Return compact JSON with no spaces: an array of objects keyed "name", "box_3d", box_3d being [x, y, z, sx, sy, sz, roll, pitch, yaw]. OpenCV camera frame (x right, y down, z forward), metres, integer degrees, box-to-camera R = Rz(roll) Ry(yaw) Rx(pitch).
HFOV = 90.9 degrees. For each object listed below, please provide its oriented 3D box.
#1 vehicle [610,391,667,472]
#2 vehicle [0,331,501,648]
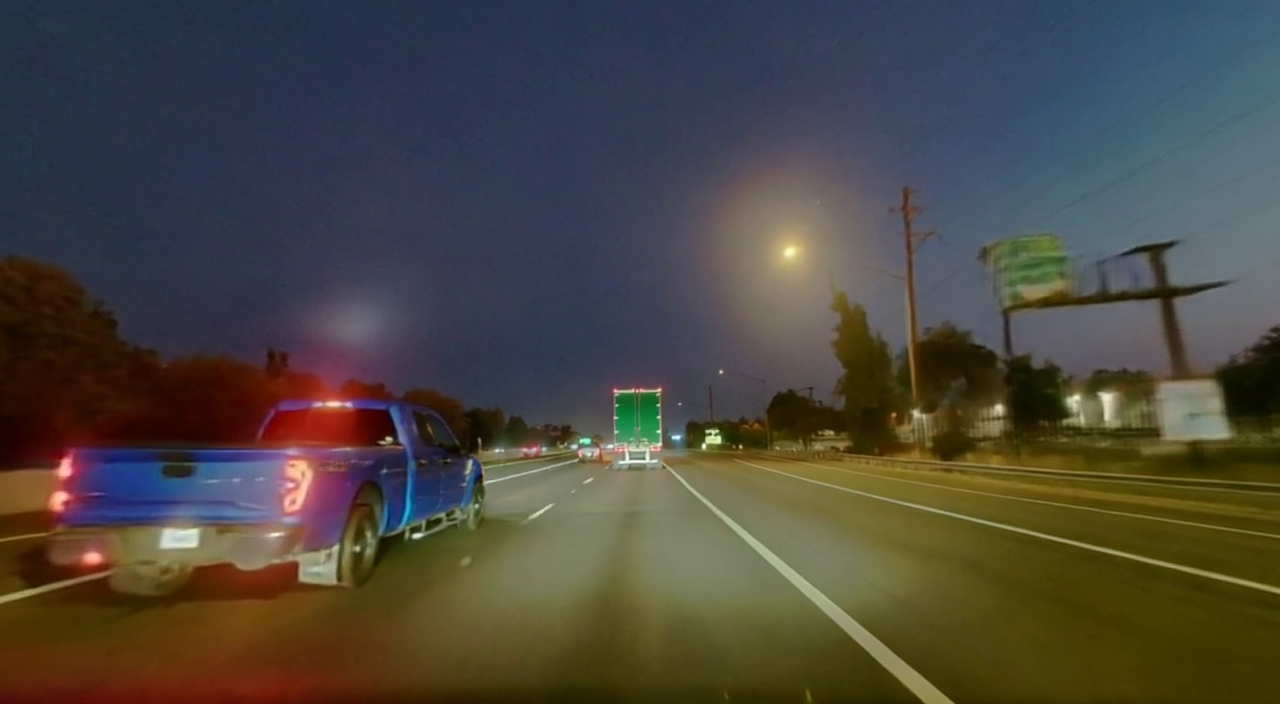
[{"name":"vehicle","box_3d":[-0.101,4.997,38.736,2.879,4.085,13.125,0,-8,0]},{"name":"vehicle","box_3d":[-3.798,1.384,7.579,2.749,2.141,6.515,0,-8,0]}]
